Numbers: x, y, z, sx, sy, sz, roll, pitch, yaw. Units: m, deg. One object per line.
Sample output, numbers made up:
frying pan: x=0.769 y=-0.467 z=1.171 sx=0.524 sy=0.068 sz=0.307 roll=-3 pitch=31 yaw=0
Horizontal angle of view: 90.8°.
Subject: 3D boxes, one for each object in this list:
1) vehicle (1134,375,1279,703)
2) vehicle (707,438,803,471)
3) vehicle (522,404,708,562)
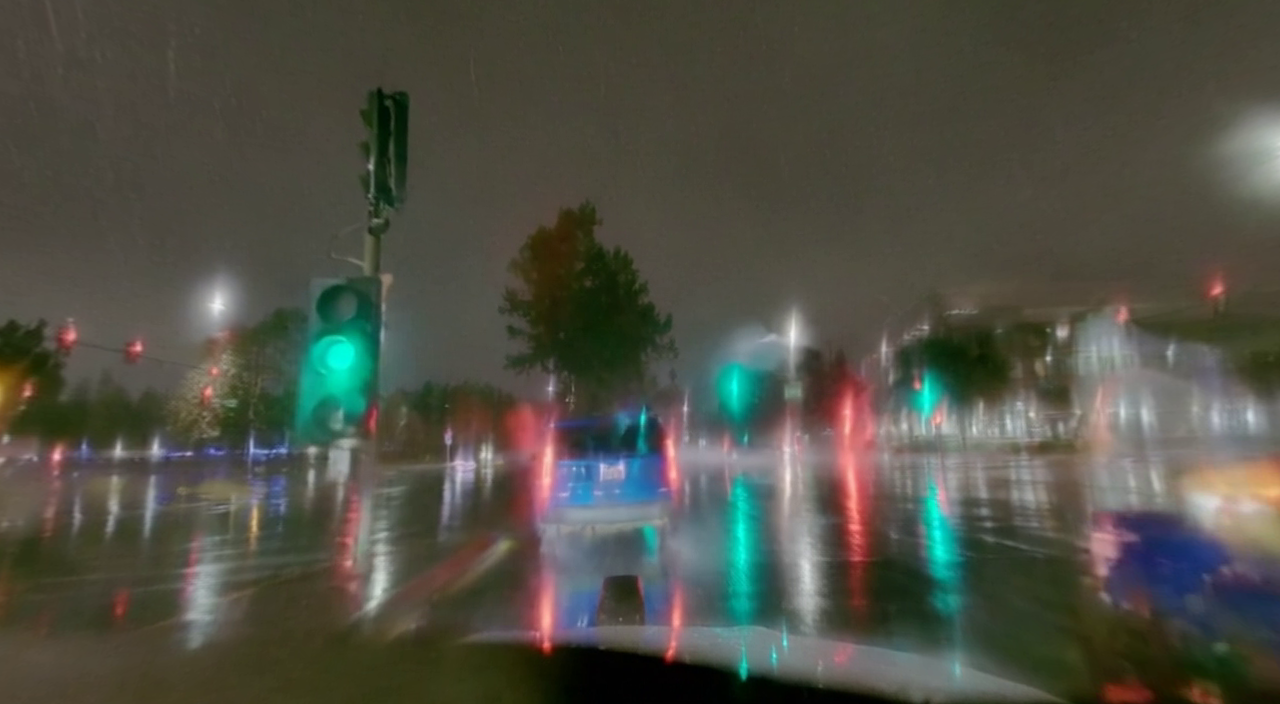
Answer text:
vehicle: x=3.583 y=0.661 z=1.040 sx=1.899 sy=1.572 sz=4.425 roll=0 pitch=-8 yaw=-1
vehicle: x=6.003 y=5.370 z=33.296 sx=4.529 sy=1.604 sz=2.130 roll=-8 pitch=-11 yaw=43
vehicle: x=-0.632 y=1.815 z=9.506 sx=2.085 sy=1.807 sz=4.038 roll=2 pitch=-8 yaw=-12
